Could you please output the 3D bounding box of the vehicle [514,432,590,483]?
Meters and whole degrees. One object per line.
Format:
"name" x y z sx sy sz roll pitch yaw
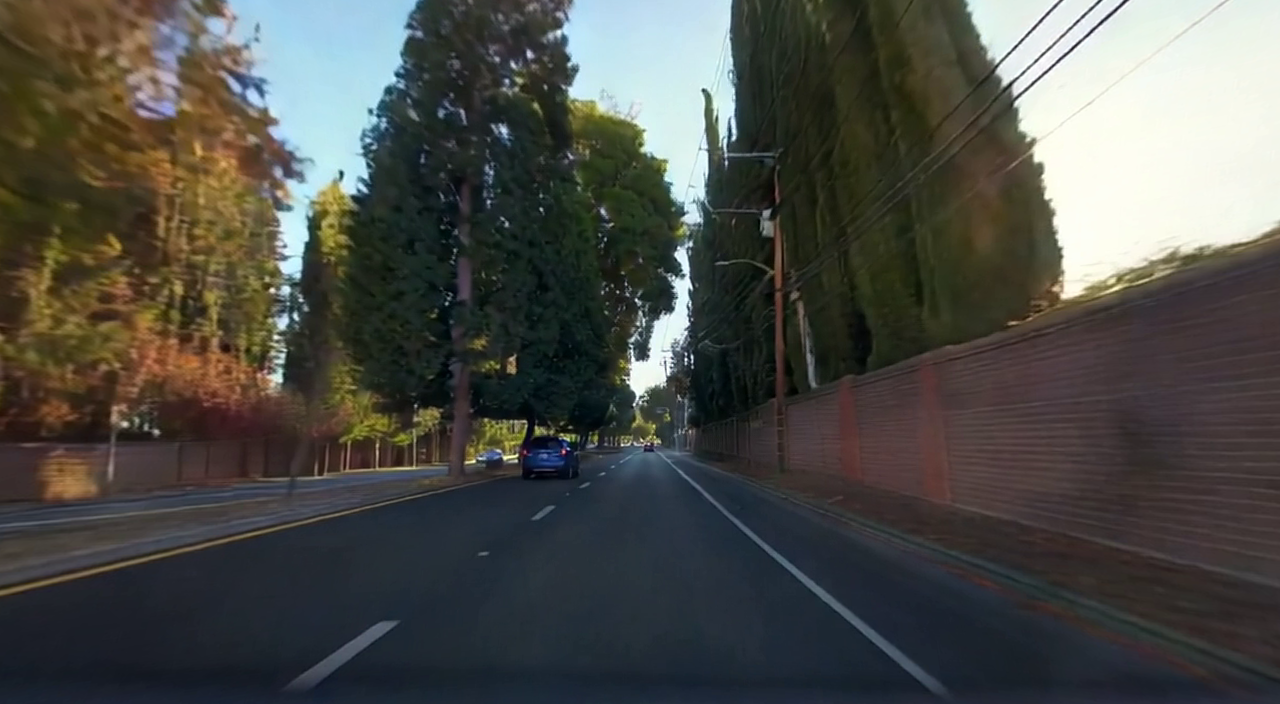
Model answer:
"vehicle" -3.233 4.000 24.109 2.147 1.730 4.555 0 -8 1
